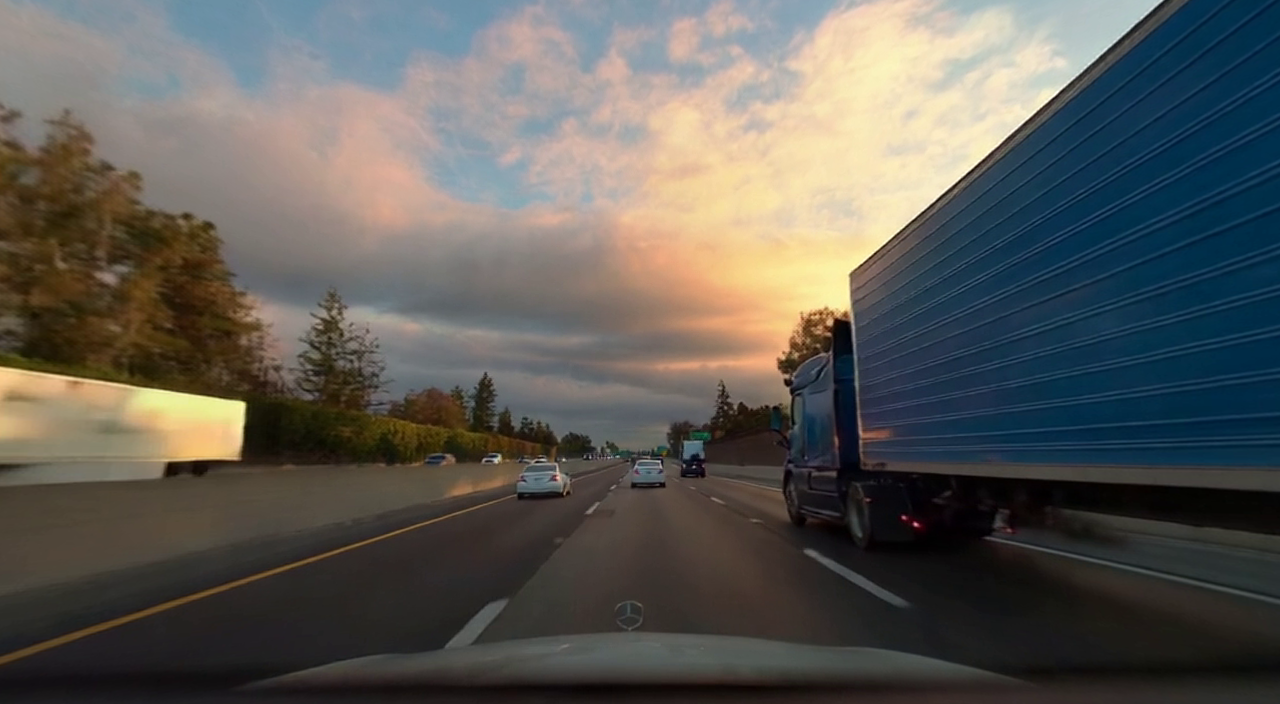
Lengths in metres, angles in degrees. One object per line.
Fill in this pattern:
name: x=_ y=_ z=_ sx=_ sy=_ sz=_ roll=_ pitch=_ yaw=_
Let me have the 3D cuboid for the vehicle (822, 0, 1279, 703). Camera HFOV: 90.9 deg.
vehicle: x=4.754 y=0.143 z=4.597 sx=2.877 sy=4.035 sz=13.897 roll=0 pitch=-9 yaw=1

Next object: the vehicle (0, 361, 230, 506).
vehicle: x=-19.741 y=2.777 z=20.710 sx=2.874 sy=4.090 sz=14.180 roll=0 pitch=-9 yaw=0

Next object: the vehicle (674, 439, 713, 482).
vehicle: x=4.102 y=8.178 z=47.441 sx=2.650 sy=2.978 sz=6.937 roll=-1 pitch=-10 yaw=7

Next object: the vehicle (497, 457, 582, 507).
vehicle: x=-3.241 y=4.299 z=21.235 sx=2.105 sy=1.467 sz=4.099 roll=0 pitch=-9 yaw=1

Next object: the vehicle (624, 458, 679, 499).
vehicle: x=0.450 y=5.213 z=26.369 sx=2.089 sy=1.516 sz=4.191 roll=0 pitch=-9 yaw=0
